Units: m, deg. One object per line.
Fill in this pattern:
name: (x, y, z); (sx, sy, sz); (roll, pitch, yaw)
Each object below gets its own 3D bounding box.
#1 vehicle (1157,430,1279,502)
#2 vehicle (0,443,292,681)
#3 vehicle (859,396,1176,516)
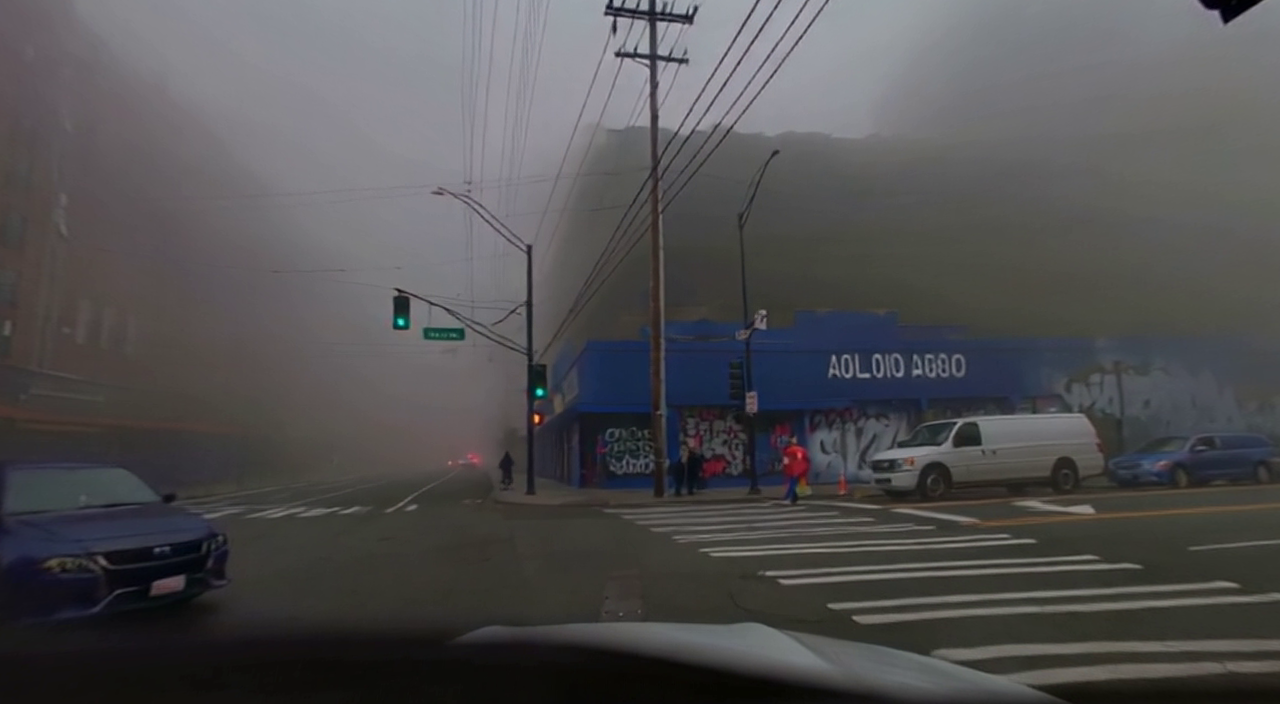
vehicle: (14.697, 2.550, 14.444); (4.672, 1.459, 1.938); (2, -9, -15)
vehicle: (-5.697, 1.563, 5.637); (4.439, 1.457, 2.097); (-4, -9, 22)
vehicle: (7.195, 1.989, 12.296); (4.970, 1.972, 2.372); (2, -9, -16)
